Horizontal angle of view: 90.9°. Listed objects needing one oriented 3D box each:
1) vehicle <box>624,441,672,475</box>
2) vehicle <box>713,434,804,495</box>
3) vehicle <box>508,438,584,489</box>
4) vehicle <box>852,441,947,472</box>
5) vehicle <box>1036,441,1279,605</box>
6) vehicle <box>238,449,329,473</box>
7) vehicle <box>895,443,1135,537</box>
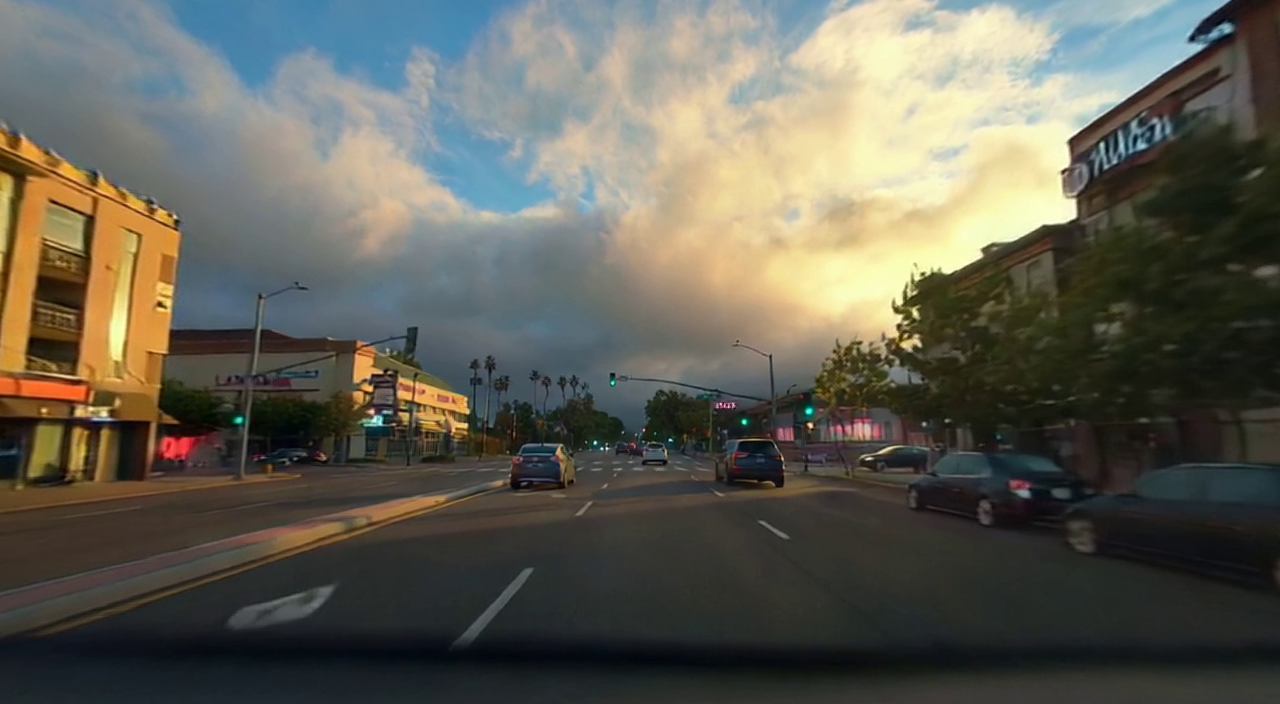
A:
[{"bbox_3d":[0.357,5.005,29.975,2.103,1.468,4.094,0,-8,0],"label":"vehicle"},{"bbox_3d":[3.429,3.347,19.062,1.987,1.637,3.896,0,-8,0],"label":"vehicle"},{"bbox_3d":[-3.007,3.661,20.987,1.860,1.510,4.073,0,-8,1],"label":"vehicle"},{"bbox_3d":[15.877,6.401,38.745,4.921,1.841,1.957,0,-8,0],"label":"vehicle"},{"bbox_3d":[6.772,1.690,6.641,1.920,1.473,4.898,0,-8,-2],"label":"vehicle"},{"bbox_3d":[-23.580,7.202,41.784,4.890,1.514,1.908,0,-8,0],"label":"vehicle"},{"bbox_3d":[6.936,2.543,12.339,2.022,1.491,4.194,0,-8,-1],"label":"vehicle"}]
